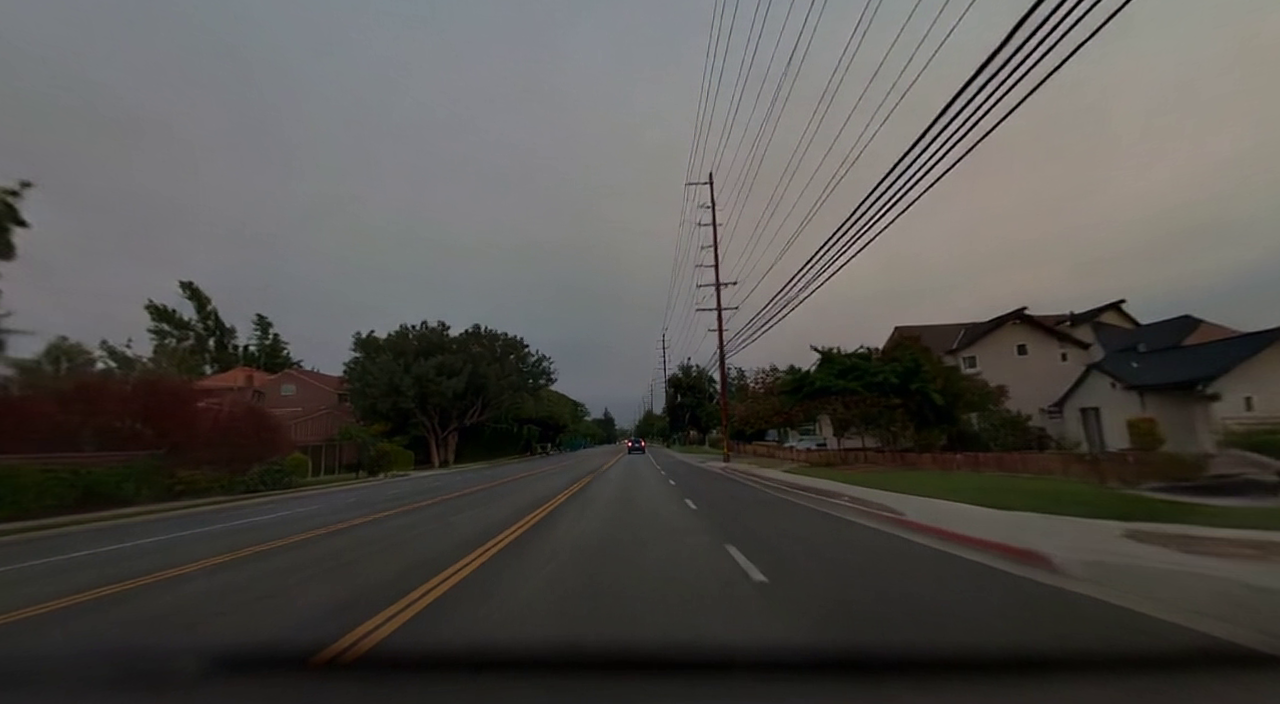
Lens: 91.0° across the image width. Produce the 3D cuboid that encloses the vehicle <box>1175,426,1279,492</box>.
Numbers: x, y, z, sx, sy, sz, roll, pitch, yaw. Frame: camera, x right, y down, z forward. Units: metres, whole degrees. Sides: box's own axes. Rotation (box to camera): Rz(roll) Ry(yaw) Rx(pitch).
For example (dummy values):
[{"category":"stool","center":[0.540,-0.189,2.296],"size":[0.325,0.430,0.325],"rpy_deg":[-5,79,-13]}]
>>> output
[{"category":"vehicle","center":[15.201,2.432,14.550],"size":[4.034,1.403,1.821],"rpy_deg":[0,-8,-2]}]

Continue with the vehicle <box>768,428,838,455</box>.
[{"category":"vehicle","center":[12.799,7.063,49.741],"size":[4.905,2.056,2.058],"rpy_deg":[0,-9,0]}]
